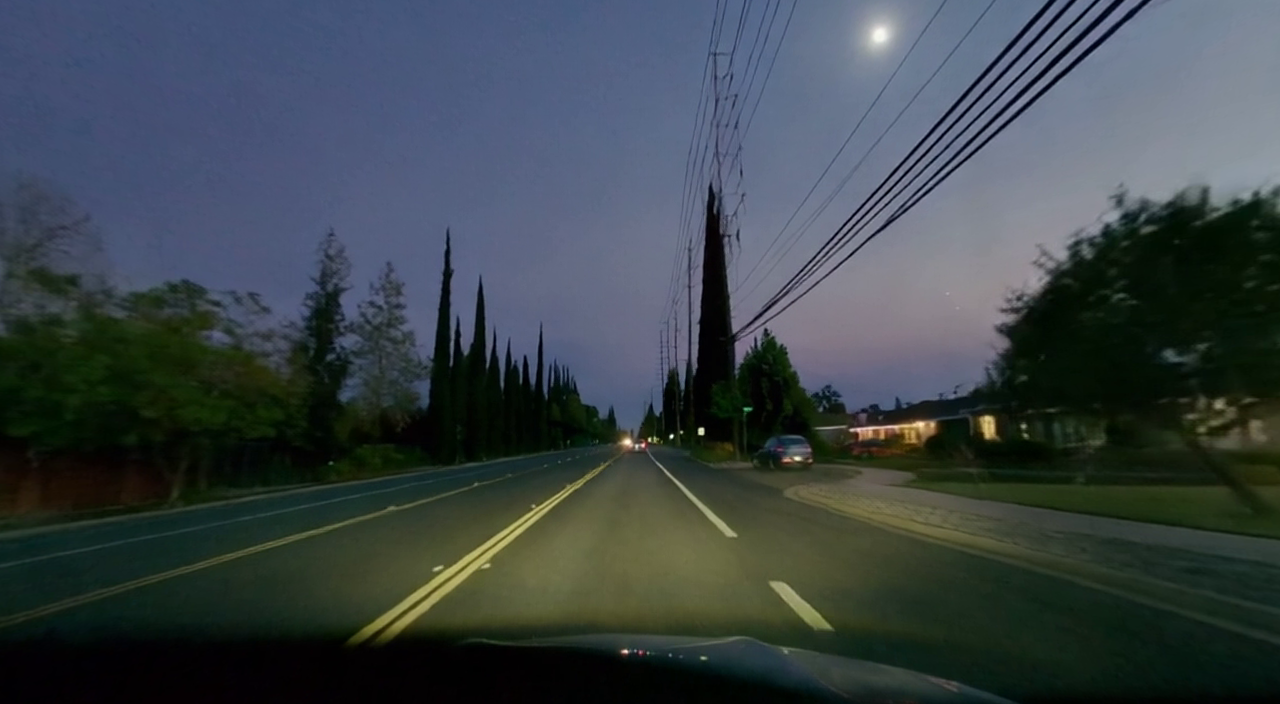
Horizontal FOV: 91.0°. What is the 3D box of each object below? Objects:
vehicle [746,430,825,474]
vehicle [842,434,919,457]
[{"bbox_3d":[5.944,4.130,26.372,2.039,1.637,4.782,0,-8,-1],"label":"vehicle"},{"bbox_3d":[15.007,5.840,39.443,4.034,1.403,1.821,0,-8,-2],"label":"vehicle"}]
